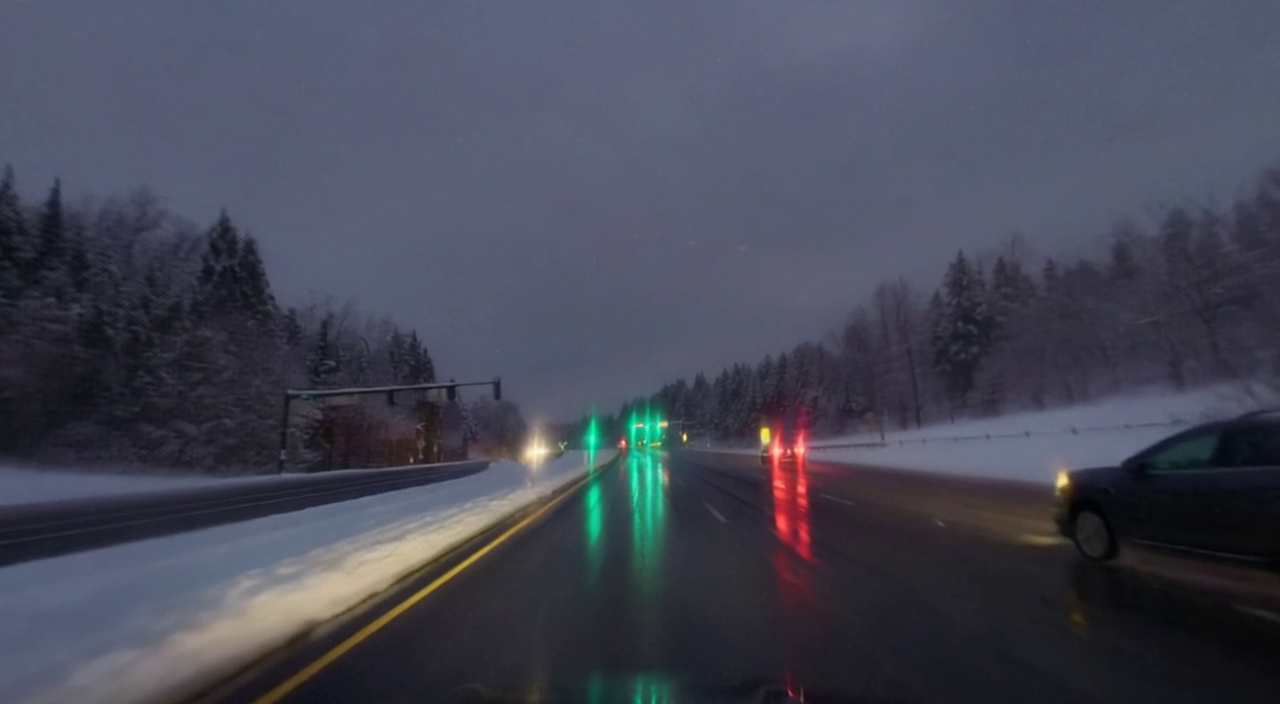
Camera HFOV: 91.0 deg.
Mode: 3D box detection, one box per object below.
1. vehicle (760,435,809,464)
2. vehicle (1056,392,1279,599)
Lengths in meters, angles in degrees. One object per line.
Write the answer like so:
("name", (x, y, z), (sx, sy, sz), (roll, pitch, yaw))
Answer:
("vehicle", (9.762, 6.641, 42.940), (2.170, 1.830, 4.720), (0, -8, -1))
("vehicle", (6.281, 1.222, 5.469), (2.066, 1.683, 4.675), (0, -8, -1))
